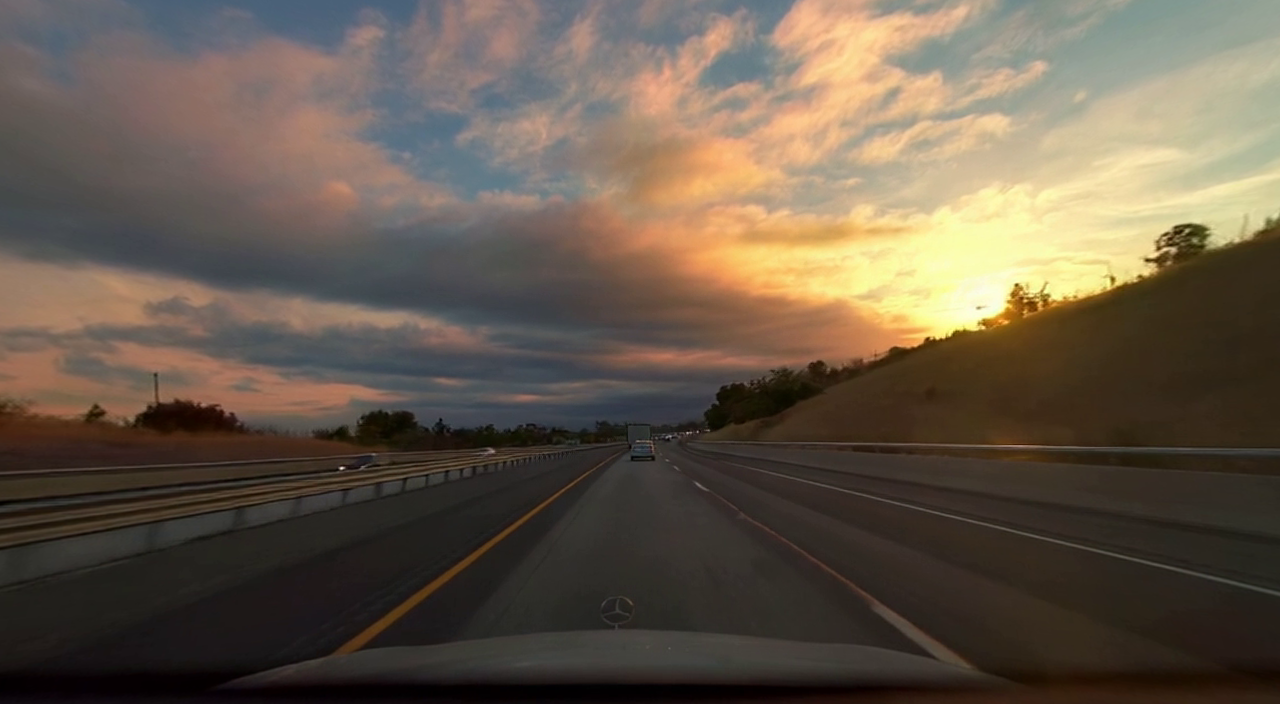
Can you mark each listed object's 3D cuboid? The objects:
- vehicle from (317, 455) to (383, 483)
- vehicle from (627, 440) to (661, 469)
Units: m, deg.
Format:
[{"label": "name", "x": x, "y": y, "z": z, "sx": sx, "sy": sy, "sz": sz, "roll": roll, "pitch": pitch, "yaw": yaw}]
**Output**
[{"label": "vehicle", "x": -17.315, "y": 6.974, "z": 37.811, "sx": 1.836, "sy": 1.478, "sz": 4.655, "roll": 0, "pitch": -8, "yaw": -1}, {"label": "vehicle", "x": 0.238, "y": 6.502, "z": 40.195, "sx": 2.059, "sy": 1.696, "sz": 4.165, "roll": 0, "pitch": -8, "yaw": 0}]
